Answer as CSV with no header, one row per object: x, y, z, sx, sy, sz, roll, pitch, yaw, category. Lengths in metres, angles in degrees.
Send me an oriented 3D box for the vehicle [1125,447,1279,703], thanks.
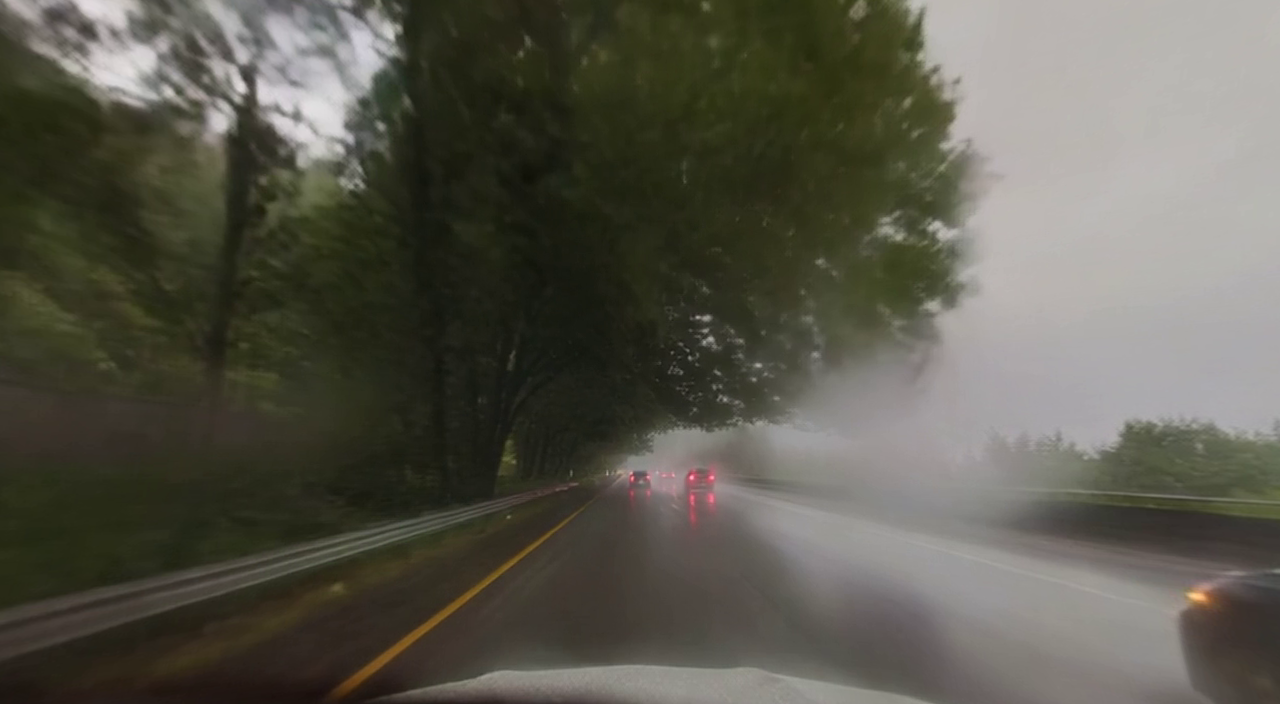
3.987,0.872,1.277,2.018,1.426,4.941,1,-11,-1,vehicle

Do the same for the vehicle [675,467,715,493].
3.311,7.812,38.701,1.976,1.467,3.783,1,-11,-3,vehicle

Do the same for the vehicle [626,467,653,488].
-0.056,9.500,47.932,1.980,1.483,3.865,1,-11,-1,vehicle

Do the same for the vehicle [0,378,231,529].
-19.589,3.562,21.492,3.219,4.058,14.151,2,-11,-6,vehicle
